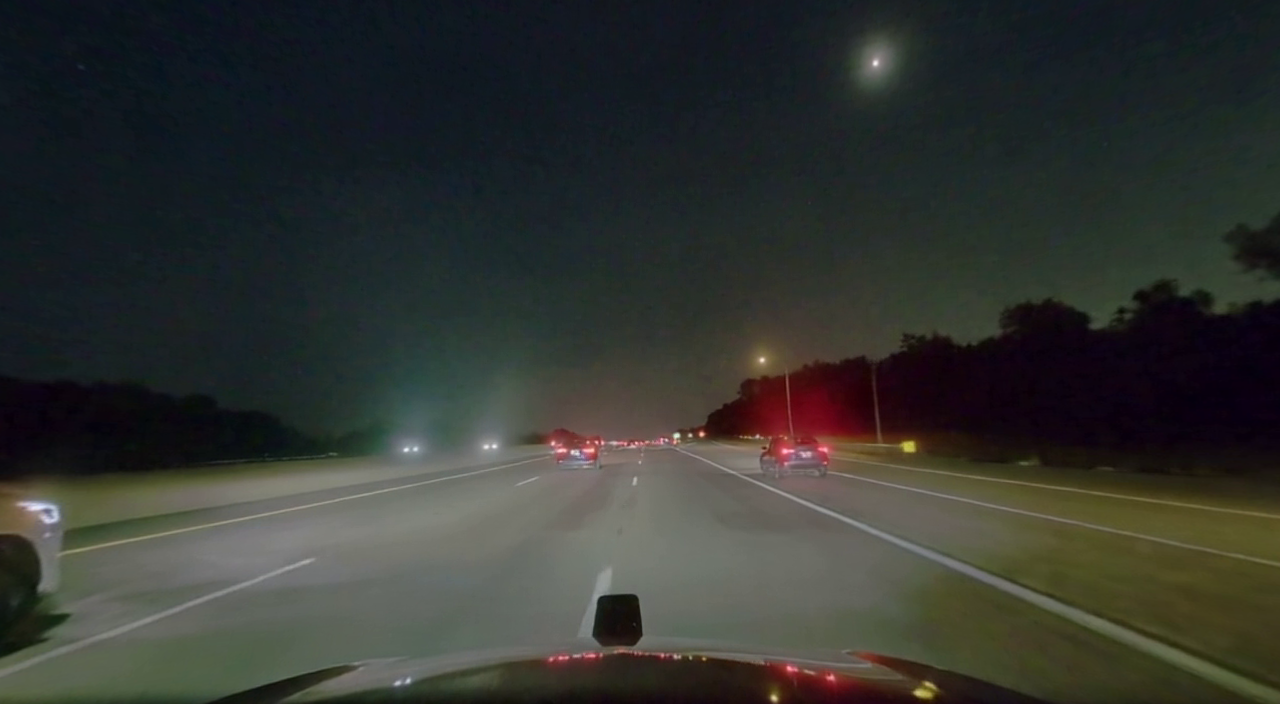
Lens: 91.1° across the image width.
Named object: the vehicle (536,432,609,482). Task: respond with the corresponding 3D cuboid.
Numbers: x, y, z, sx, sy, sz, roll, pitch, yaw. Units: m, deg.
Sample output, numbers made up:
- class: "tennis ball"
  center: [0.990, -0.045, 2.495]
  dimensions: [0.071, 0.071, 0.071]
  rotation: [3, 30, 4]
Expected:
- class: "vehicle"
  center: [-2.272, 3.669, 22.410]
  dimensions: [2.039, 1.589, 4.324]
  rotation: [0, -8, 1]
